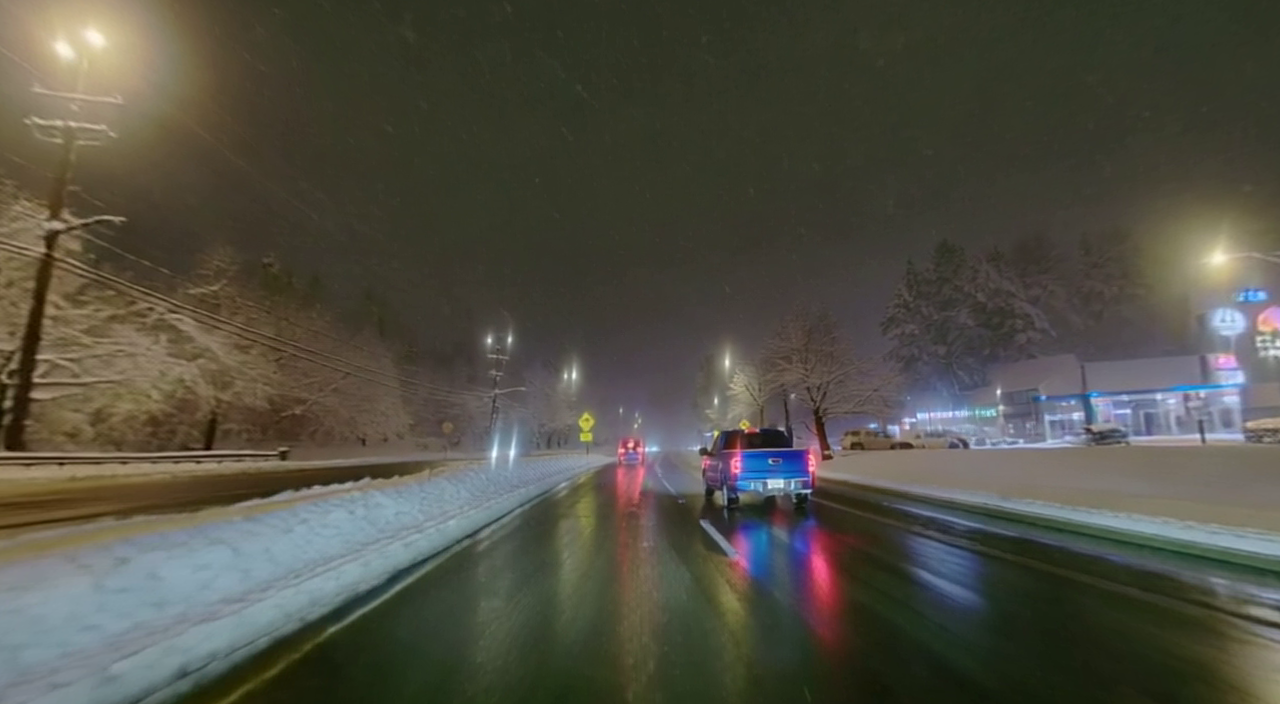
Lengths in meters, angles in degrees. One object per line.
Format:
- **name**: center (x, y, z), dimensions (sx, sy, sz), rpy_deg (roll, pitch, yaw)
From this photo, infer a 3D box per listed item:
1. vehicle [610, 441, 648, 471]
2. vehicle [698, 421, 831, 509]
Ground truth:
- **vehicle**: center (-0.583, 5.683, 34.643), dimensions (1.968, 1.521, 4.262), rpy_deg (0, -8, 0)
- **vehicle**: center (3.034, 2.944, 16.880), dimensions (2.367, 1.919, 5.651), rpy_deg (0, -8, 0)
